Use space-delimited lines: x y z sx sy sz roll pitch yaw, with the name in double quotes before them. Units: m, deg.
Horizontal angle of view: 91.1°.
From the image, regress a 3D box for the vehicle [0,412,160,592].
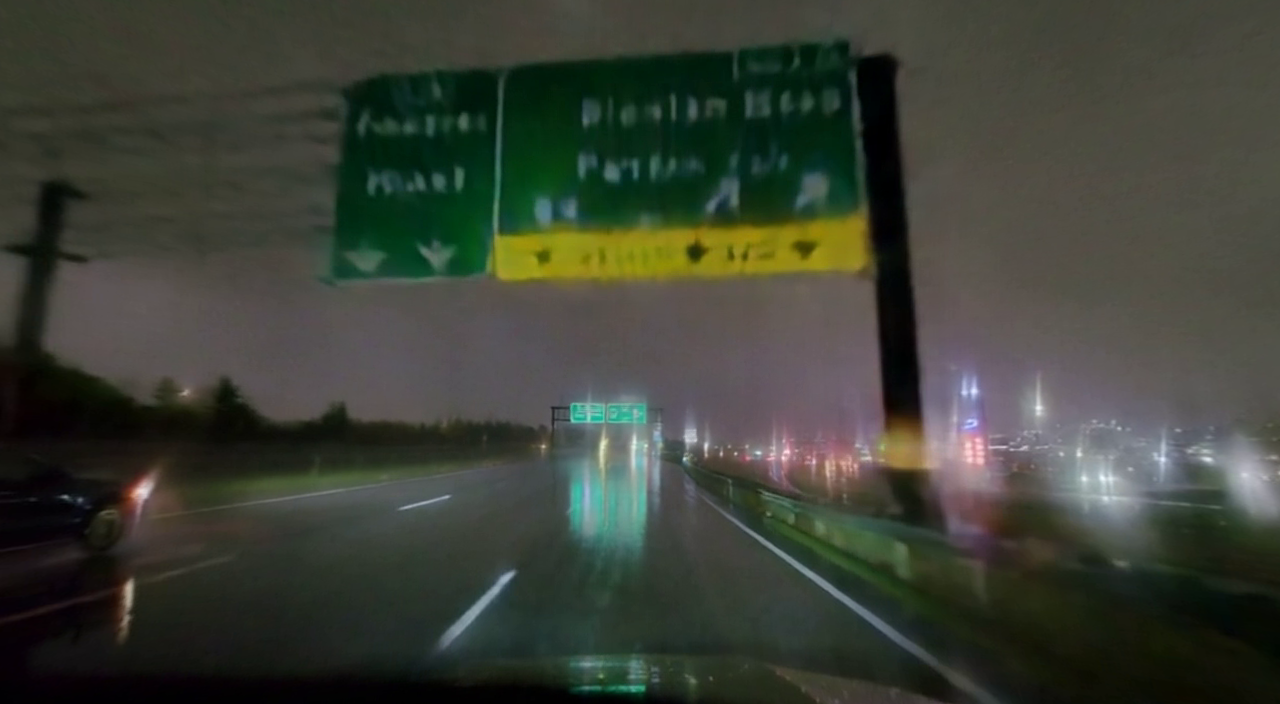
"vehicle" -6.696 1.270 5.132 2.034 1.578 4.488 0 -9 -1
